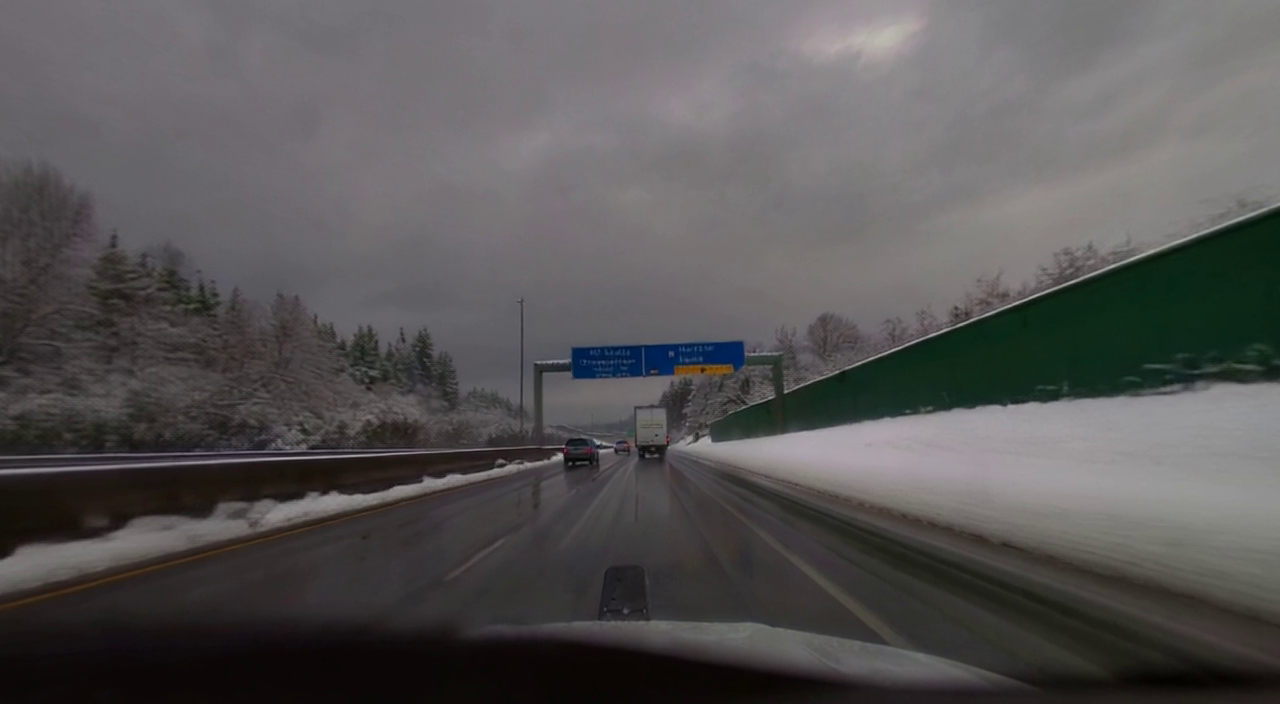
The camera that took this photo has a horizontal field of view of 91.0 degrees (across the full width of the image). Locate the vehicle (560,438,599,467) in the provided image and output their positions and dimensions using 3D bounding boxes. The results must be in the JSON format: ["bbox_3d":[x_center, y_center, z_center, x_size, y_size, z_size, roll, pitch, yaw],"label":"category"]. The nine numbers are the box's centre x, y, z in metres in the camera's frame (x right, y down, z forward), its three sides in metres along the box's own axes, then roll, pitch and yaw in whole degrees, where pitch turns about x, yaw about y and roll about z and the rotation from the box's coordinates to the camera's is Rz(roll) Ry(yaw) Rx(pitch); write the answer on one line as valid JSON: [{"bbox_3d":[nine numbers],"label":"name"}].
[{"bbox_3d":[-3.417,5.738,36.140,1.927,1.556,3.921,0,-8,0],"label":"vehicle"}]

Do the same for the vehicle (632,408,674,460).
[{"bbox_3d":[1.046,6.531,49.739,2.933,3.701,10.425,0,-8,1],"label":"vehicle"}]
